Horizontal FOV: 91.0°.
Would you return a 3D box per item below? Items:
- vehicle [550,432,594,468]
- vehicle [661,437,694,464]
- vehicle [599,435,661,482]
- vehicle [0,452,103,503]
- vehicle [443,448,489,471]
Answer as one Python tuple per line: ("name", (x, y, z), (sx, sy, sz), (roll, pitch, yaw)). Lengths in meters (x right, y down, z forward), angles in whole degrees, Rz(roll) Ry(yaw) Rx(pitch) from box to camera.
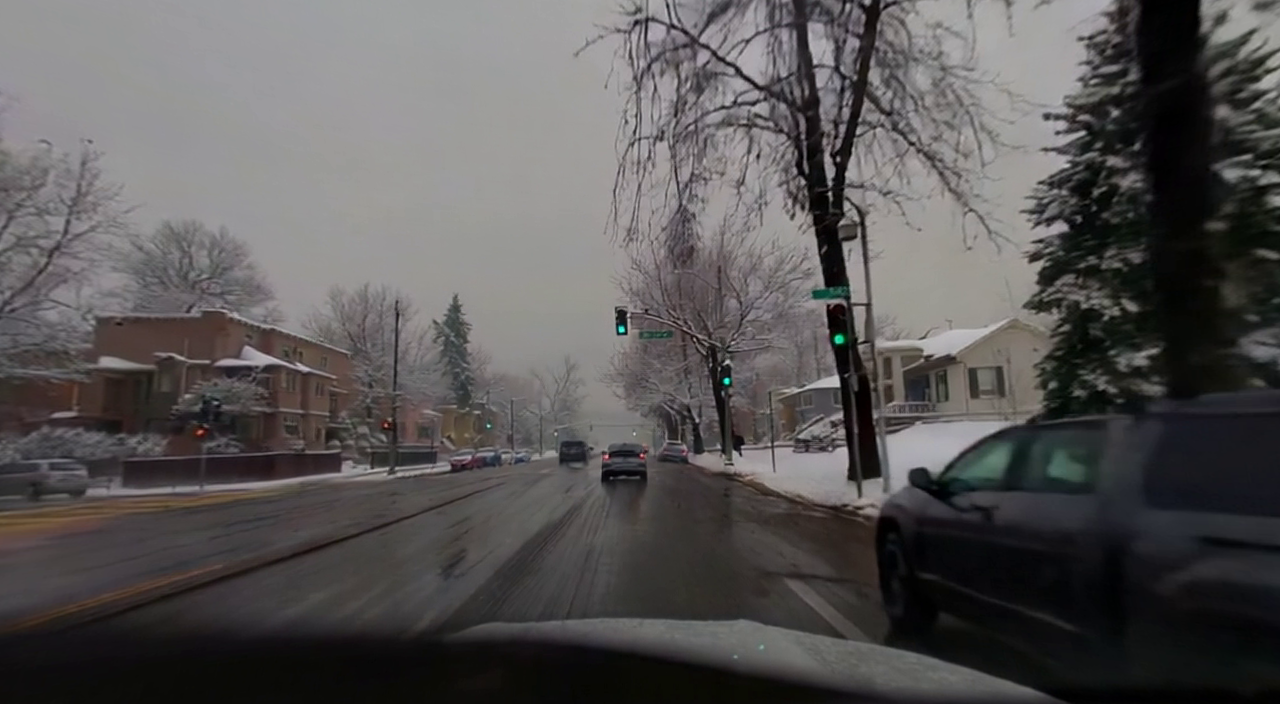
("vehicle", (-3.661, 5.375, 34.624), (1.983, 1.841, 4.013), (0, -8, 0))
("vehicle", (2.499, 6.703, 43.102), (1.969, 1.725, 4.387), (0, -8, -1))
("vehicle", (-0.357, 3.762, 22.577), (1.998, 1.518, 4.015), (0, -8, -1))
("vehicle", (-23.167, 4.628, 23.393), (4.537, 1.755, 1.933), (0, -8, -1))
("vehicle", (-12.279, 7.611, 44.671), (1.913, 1.475, 4.372), (0, -8, 1))
